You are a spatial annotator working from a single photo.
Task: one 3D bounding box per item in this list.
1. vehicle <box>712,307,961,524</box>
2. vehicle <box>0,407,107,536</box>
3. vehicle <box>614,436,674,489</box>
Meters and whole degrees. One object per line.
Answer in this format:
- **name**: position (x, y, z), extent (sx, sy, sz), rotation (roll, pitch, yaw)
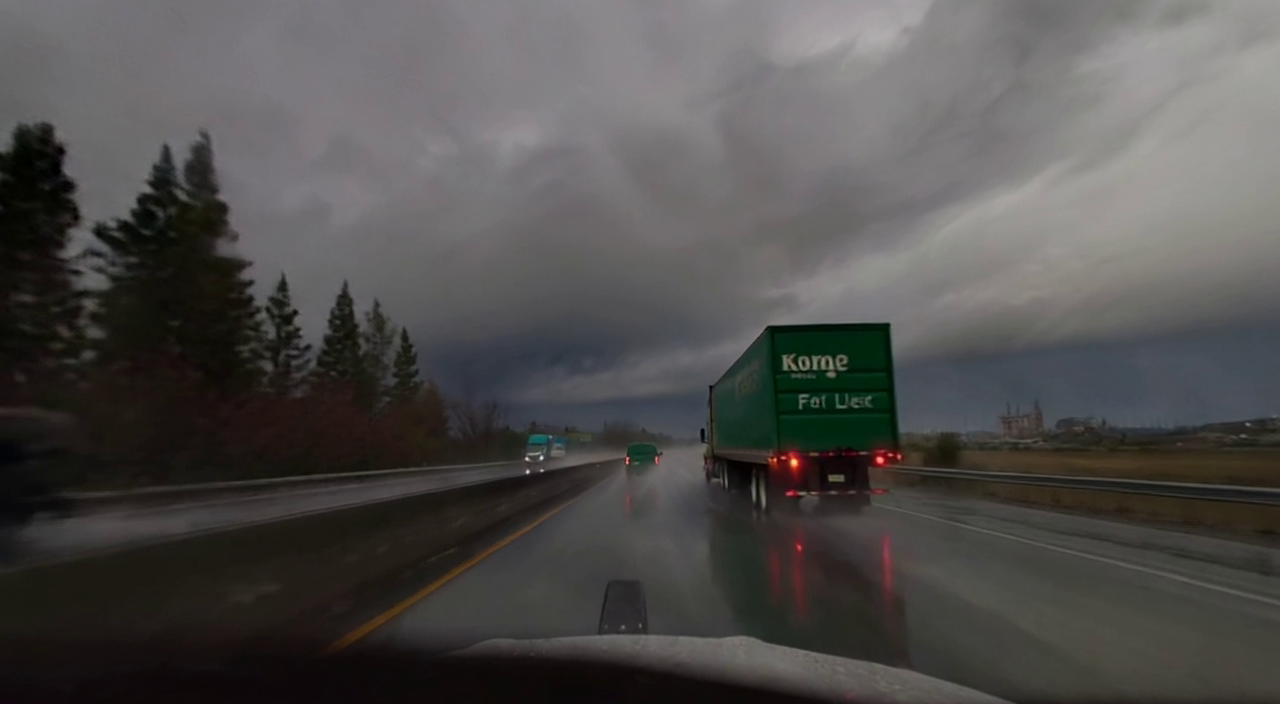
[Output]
- **vehicle**: position (4.269, 2.097, 17.864), extent (3.030, 3.985, 12.707), rotation (0, -9, 0)
- **vehicle**: position (-13.428, 2.263, 11.575), extent (2.227, 2.465, 5.698), rotation (-3, -9, 1)
- **vehicle**: position (0.169, 4.272, 24.554), extent (2.105, 1.865, 4.102), rotation (0, -9, 1)
